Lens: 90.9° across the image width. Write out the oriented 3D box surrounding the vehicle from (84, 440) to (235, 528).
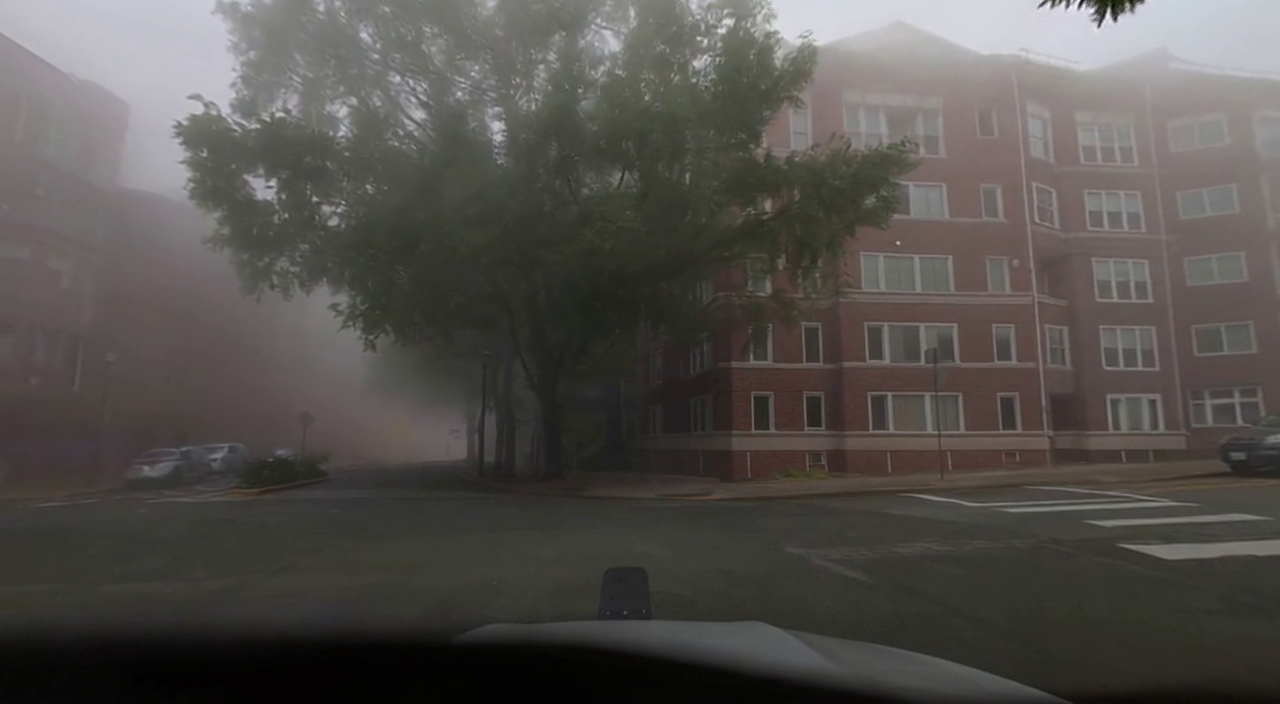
[{"bbox_3d":[-10.558,2.714,13.707,2.027,1.475,4.522,4,-9,-44],"label":"vehicle"}]
